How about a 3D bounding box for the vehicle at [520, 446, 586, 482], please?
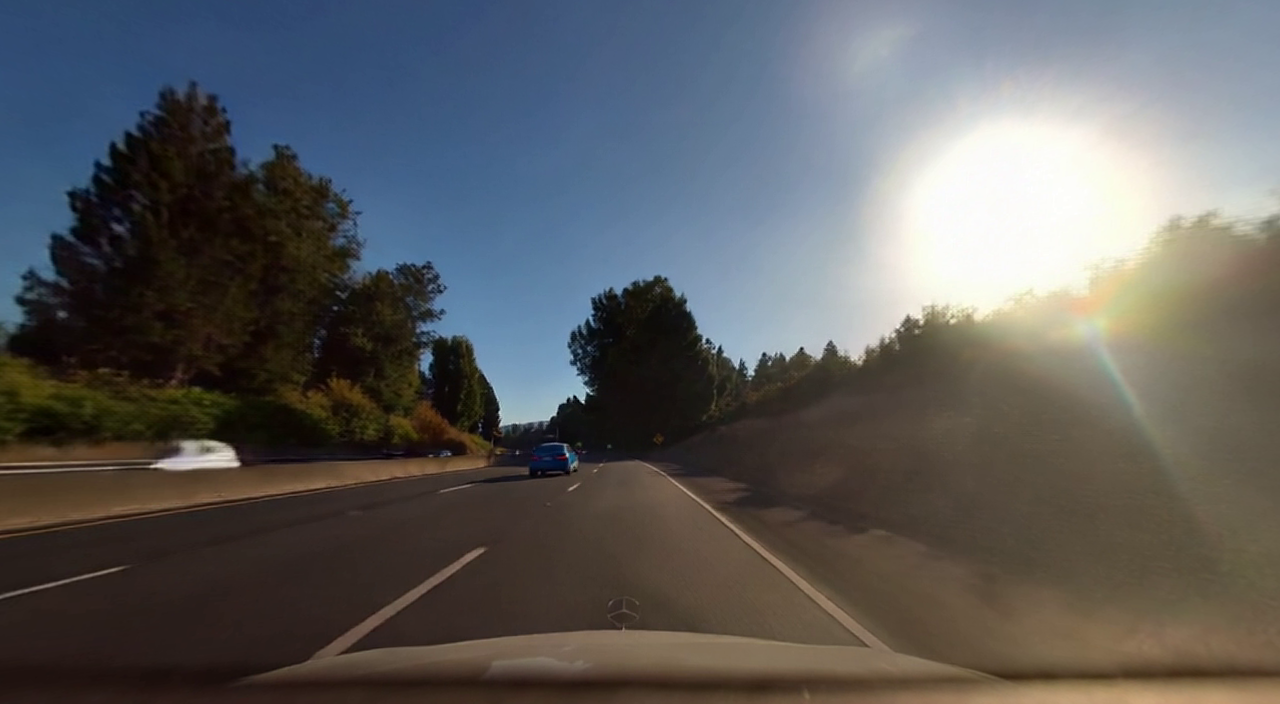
[{"bbox_3d":[-3.646,4.823,27.303,2.126,1.411,4.433,0,-9,1],"label":"vehicle"}]
